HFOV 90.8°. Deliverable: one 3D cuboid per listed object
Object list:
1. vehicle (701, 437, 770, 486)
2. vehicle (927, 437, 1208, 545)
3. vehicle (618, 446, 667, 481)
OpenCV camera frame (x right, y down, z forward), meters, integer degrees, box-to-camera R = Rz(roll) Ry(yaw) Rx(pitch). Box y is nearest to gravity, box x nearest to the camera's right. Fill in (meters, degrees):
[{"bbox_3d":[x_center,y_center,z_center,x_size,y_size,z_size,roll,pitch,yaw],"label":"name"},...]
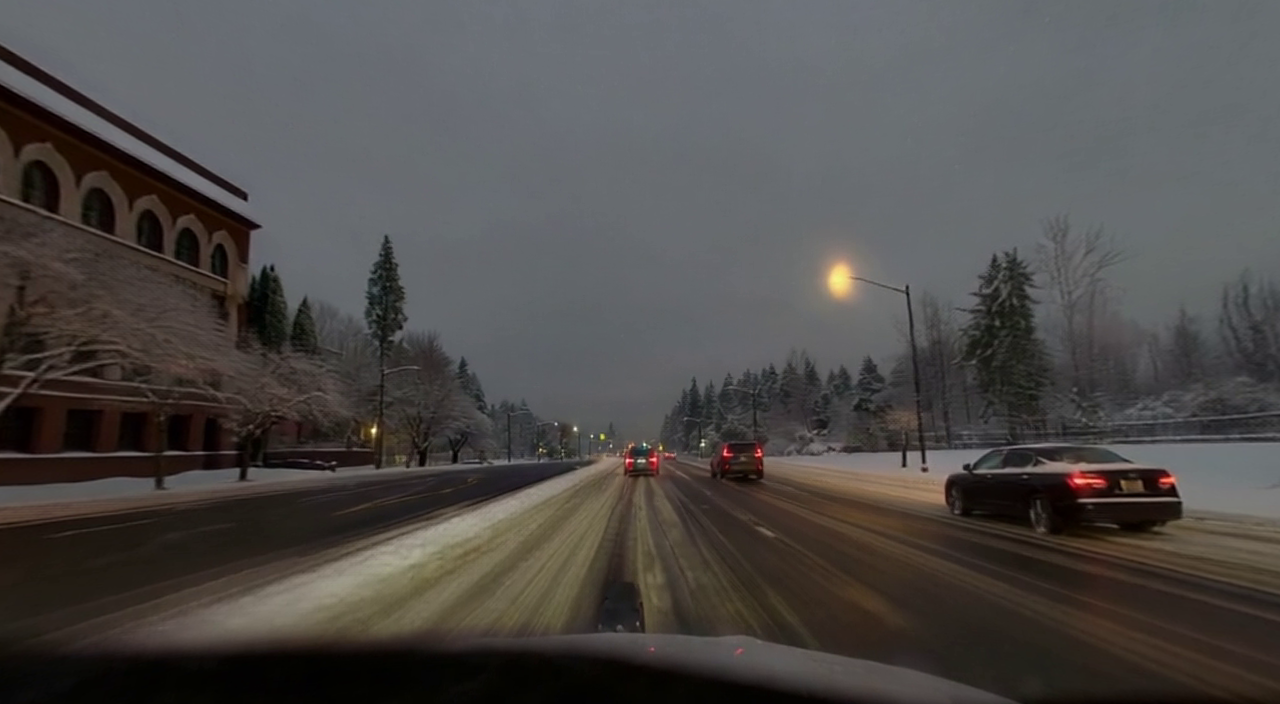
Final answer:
[{"bbox_3d":[3.753,4.392,25.631,2.036,1.757,4.300,0,-9,-1],"label":"vehicle"},{"bbox_3d":[6.938,2.267,10.983,1.868,1.472,4.274,0,-9,0],"label":"vehicle"},{"bbox_3d":[0.117,4.992,28.486,2.054,1.446,3.969,-1,-9,0],"label":"vehicle"}]
